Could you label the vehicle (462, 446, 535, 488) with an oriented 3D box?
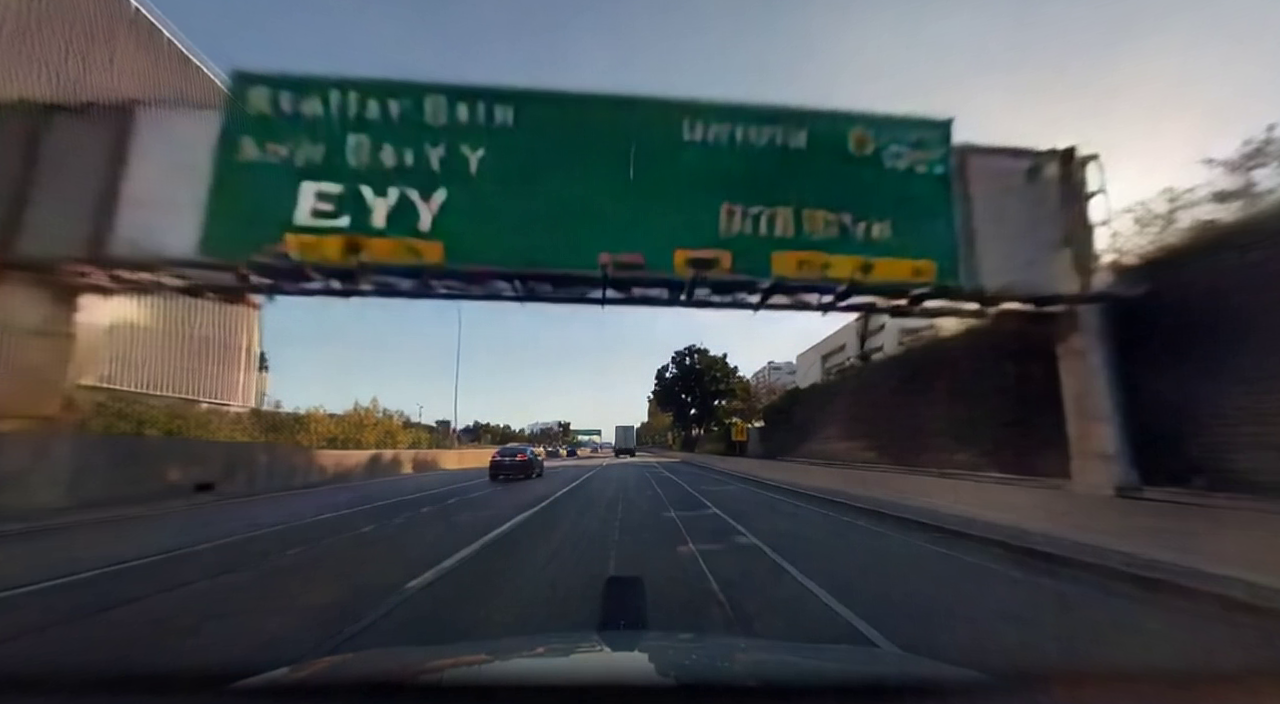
[{"bbox_3d":[-5.584,4.572,25.464,1.943,1.510,4.201,0,-9,0],"label":"vehicle"}]
